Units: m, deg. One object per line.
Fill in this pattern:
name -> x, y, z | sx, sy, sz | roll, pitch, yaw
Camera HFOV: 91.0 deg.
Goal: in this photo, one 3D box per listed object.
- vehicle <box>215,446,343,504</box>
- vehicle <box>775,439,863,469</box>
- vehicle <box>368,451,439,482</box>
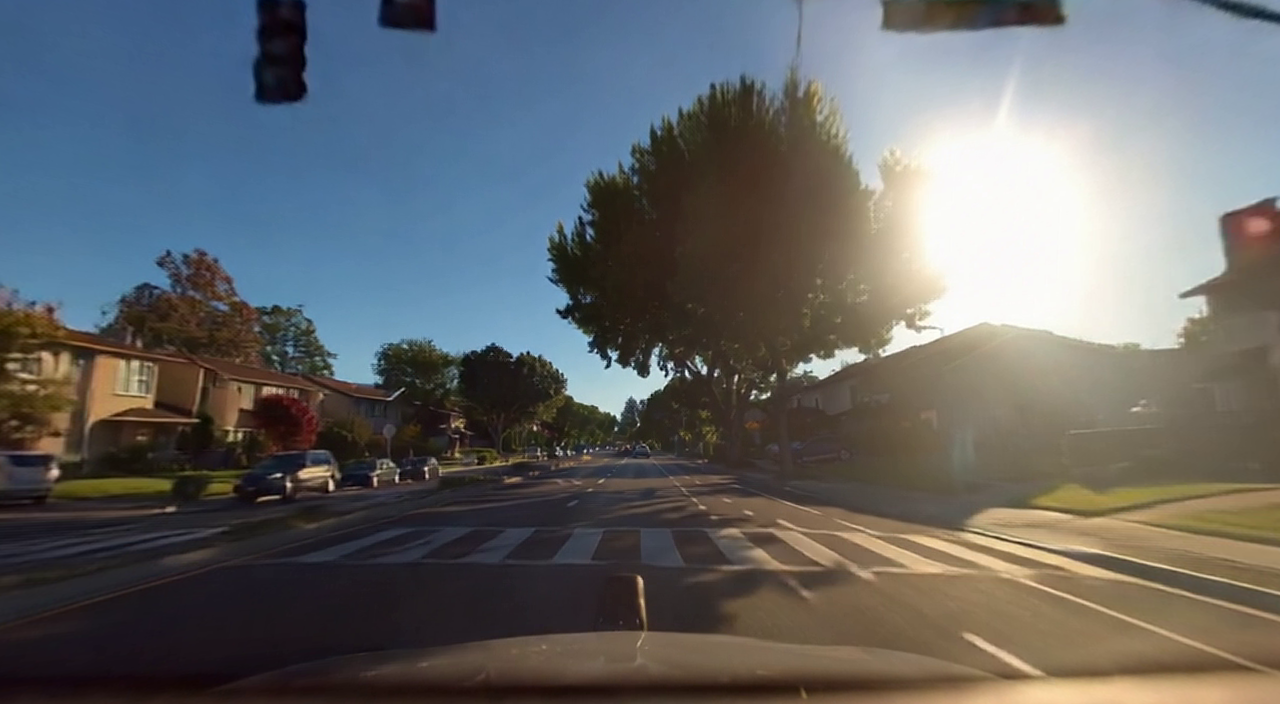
vehicle -> -12.111, 4.149, 21.511 | 1.932, 1.673, 4.314 | -3, -10, -2
vehicle -> 11.267, 6.455, 39.829 | 4.880, 1.842, 2.069 | 0, -9, -1
vehicle -> -12.156, 5.948, 32.734 | 1.888, 1.477, 4.629 | -1, -10, 0
